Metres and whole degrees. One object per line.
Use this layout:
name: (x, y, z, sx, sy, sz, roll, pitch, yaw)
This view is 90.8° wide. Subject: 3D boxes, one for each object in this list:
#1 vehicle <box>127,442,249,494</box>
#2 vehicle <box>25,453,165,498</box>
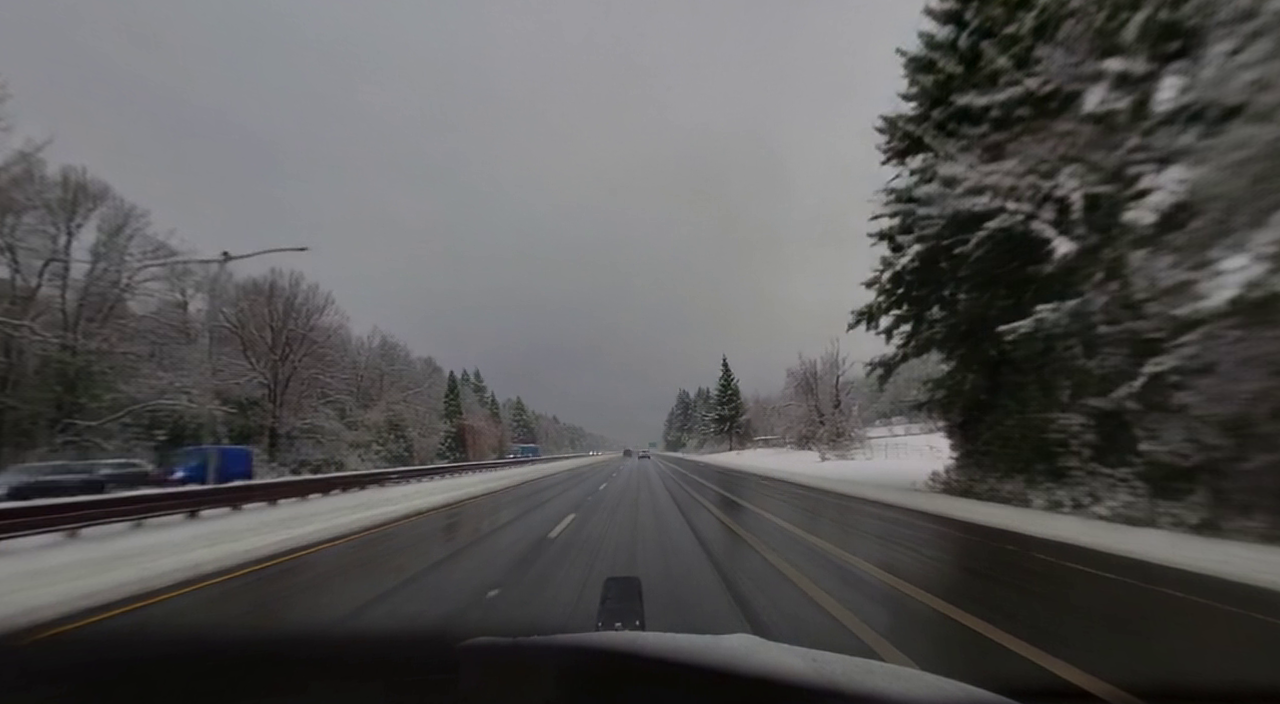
vehicle: (-24.193, 6.184, 34.124, 2.548, 2.511, 5.309, 0, -9, 0)
vehicle: (-24.150, 5.448, 28.242, 2.042, 1.756, 4.678, 0, -9, 0)
